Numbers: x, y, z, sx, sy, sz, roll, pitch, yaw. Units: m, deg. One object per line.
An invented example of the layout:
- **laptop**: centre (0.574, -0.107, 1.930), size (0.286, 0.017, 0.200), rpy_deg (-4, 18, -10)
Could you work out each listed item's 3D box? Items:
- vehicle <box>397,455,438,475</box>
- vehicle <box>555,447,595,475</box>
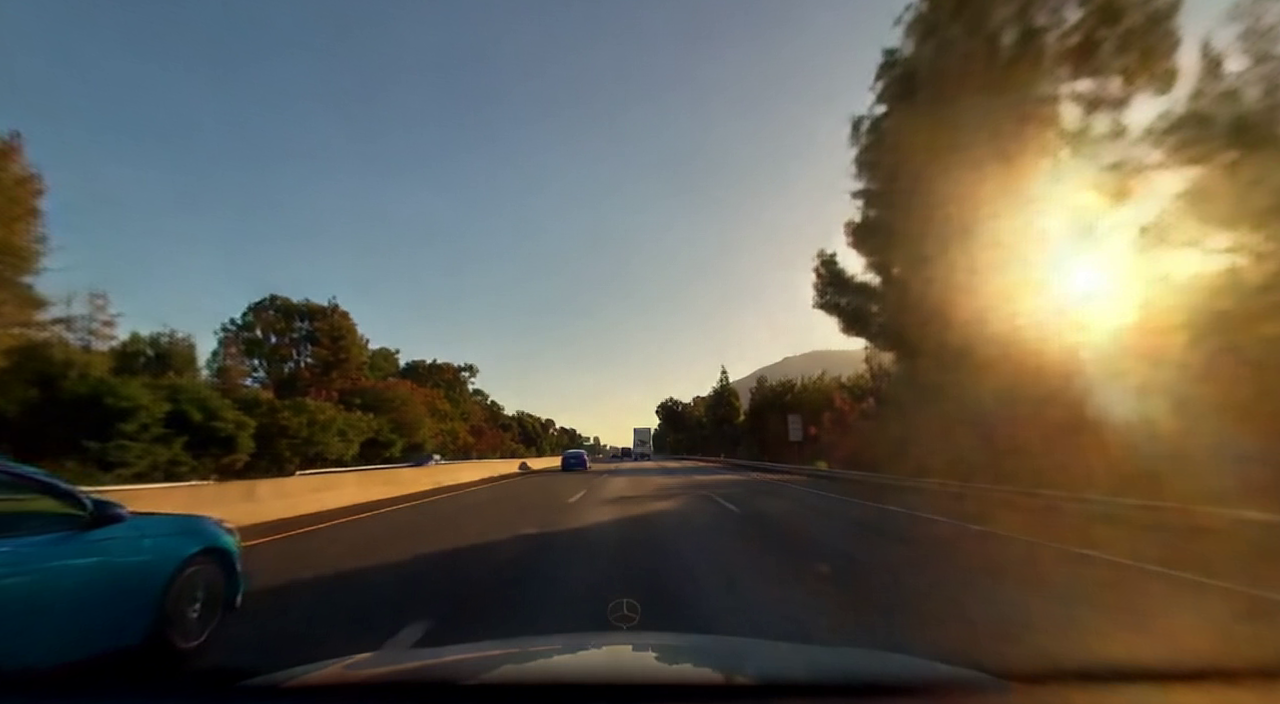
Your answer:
- **vehicle**: centre (-16.853, 8.576, 47.955), size (1.741, 1.423, 3.652), rpy_deg (-1, -9, 1)
- **vehicle**: centre (-3.785, 6.383, 37.205), size (2.018, 1.548, 3.849), rpy_deg (0, -9, -1)
